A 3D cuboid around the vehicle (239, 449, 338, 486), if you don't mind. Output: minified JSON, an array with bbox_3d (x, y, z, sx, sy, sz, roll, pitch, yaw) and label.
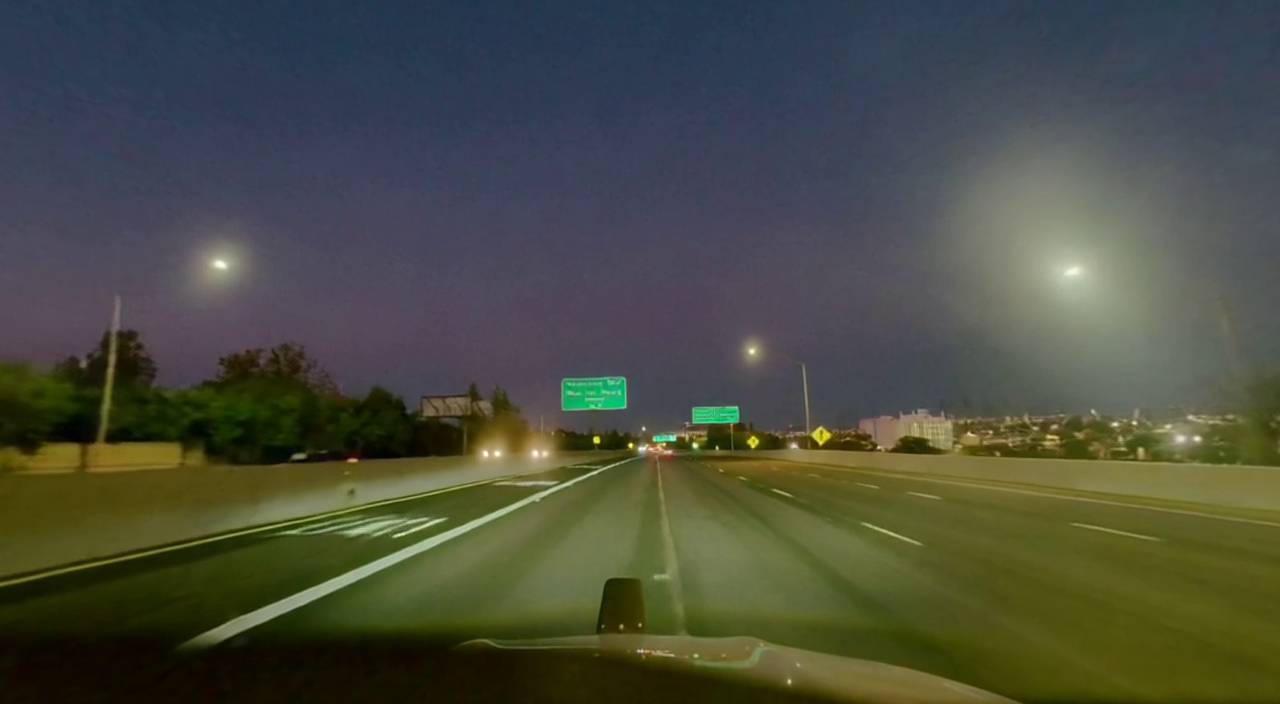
[{"bbox_3d":[-16.258,5.326,29.482,1.830,1.527,4.504,-1,-8,4],"label":"vehicle"}]
